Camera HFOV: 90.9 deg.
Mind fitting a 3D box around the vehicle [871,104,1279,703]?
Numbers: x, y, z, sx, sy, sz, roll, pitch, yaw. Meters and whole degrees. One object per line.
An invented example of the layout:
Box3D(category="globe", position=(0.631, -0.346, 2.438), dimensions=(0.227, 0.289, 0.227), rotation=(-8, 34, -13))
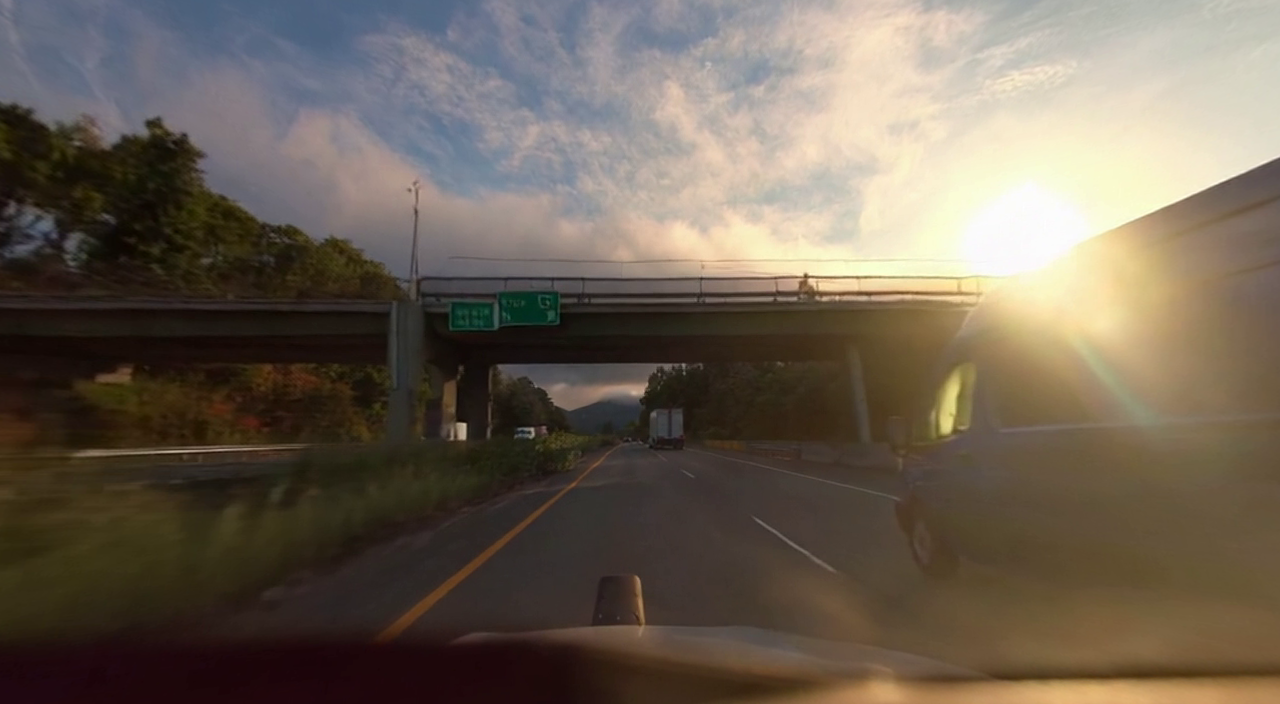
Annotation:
Box3D(category="vehicle", position=(3.712, 0.479, 3.287), dimensions=(2.570, 2.596, 6.082), rotation=(0, -8, -1))
